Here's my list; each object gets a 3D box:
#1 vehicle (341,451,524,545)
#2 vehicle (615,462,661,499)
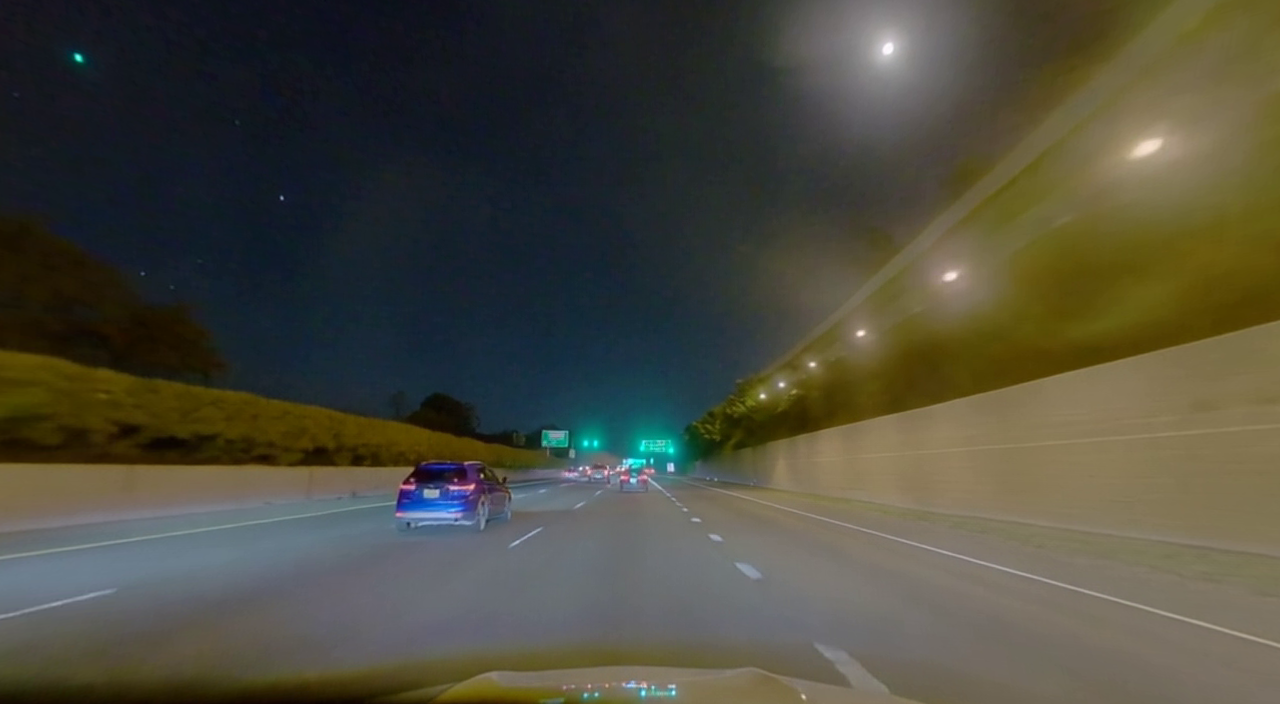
[{"bbox_3d":[-3.925,2.890,12.981,2.102,1.521,4.687,1,-11,1],"label":"vehicle"},{"bbox_3d":[-0.110,5.989,29.518,1.992,1.601,3.762,1,-11,-1],"label":"vehicle"}]
